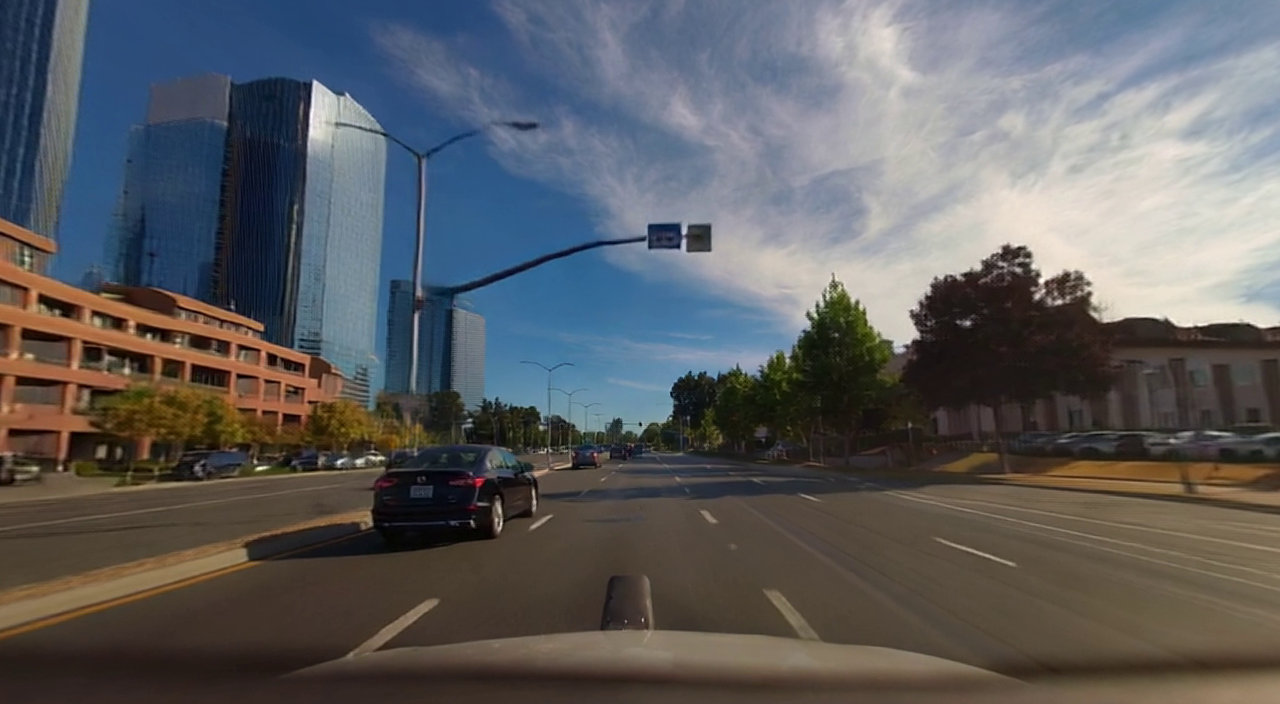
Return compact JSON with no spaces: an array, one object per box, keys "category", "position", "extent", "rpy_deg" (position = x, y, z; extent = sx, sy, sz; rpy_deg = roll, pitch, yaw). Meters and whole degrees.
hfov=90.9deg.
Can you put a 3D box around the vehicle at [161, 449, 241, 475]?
[{"category":"vehicle","position":[-28.179,7.052,40.640],"extent":[1.857,1.539,4.760],"rpy_deg":[0,-8,-2]}]

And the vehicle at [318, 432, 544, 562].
[{"category":"vehicle","position":[-3.006,2.150,10.219],"extent":[2.009,1.489,4.543],"rpy_deg":[-4,-8,1]}]
